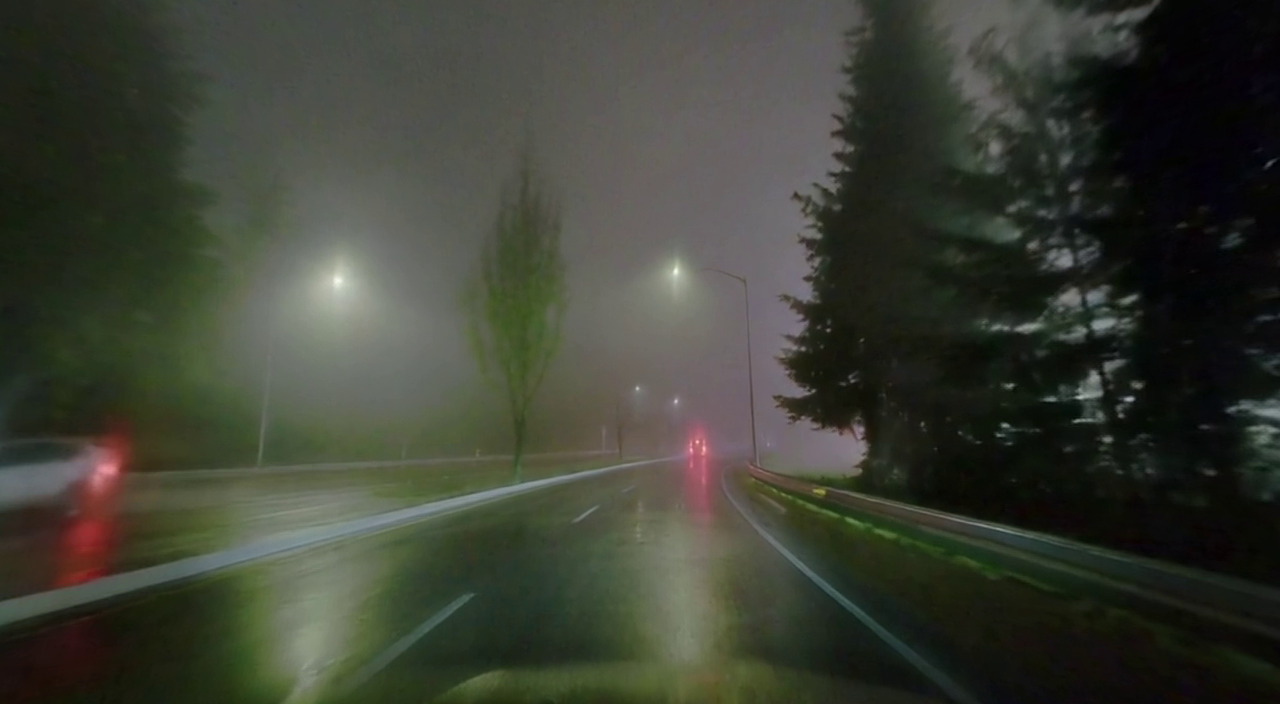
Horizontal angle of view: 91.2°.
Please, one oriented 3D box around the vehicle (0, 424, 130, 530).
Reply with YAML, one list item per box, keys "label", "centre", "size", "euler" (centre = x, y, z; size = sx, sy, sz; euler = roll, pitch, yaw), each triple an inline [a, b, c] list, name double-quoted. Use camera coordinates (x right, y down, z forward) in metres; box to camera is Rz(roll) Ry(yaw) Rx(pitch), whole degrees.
- label: "vehicle"
  centre: [-11.131, 2.006, 10.042]
  size: [2.023, 1.657, 4.394]
  euler: [-1, -9, 3]
